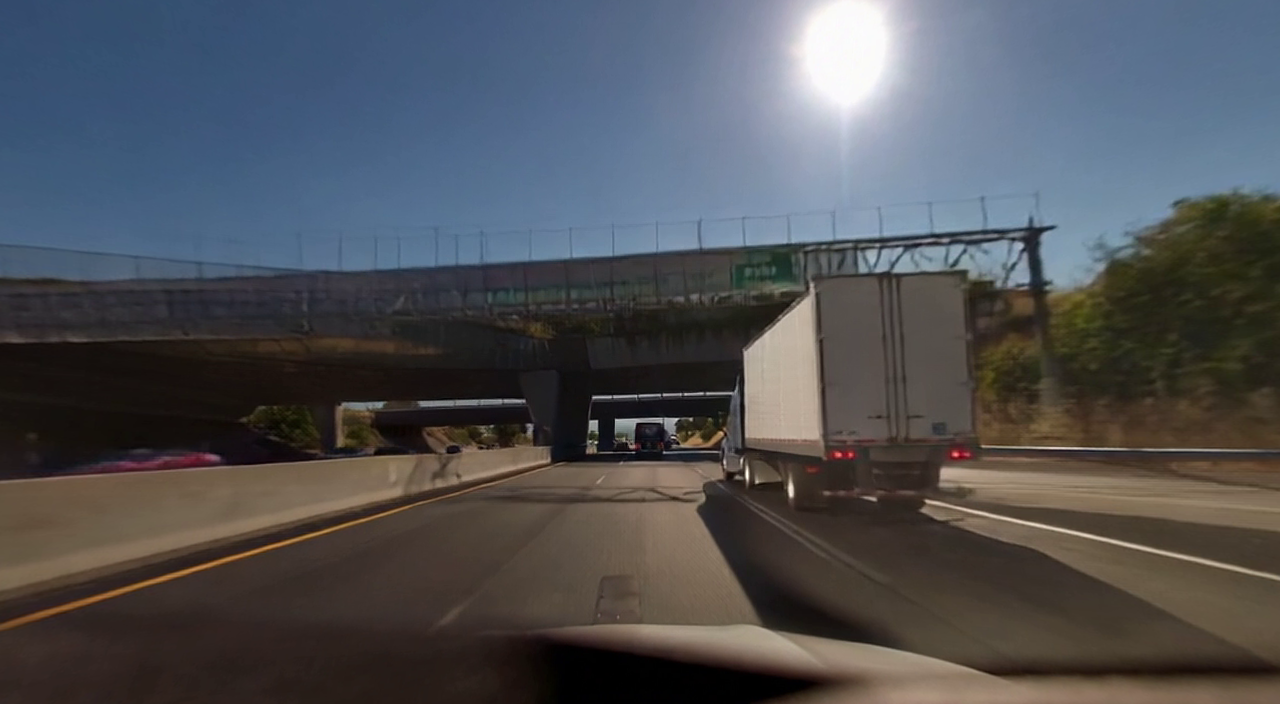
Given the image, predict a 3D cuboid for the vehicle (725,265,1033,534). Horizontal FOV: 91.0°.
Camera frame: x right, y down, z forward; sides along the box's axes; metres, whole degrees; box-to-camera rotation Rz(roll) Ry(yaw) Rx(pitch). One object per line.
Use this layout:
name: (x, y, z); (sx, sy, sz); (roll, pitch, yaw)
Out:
vehicle: (4.226, 1.432, 14.789); (2.997, 3.983, 10.860); (1, -8, 0)

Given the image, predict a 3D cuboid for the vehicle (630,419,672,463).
vehicle: (0.682, 5.779, 40.828); (2.481, 2.618, 6.314); (-1, -8, 1)
